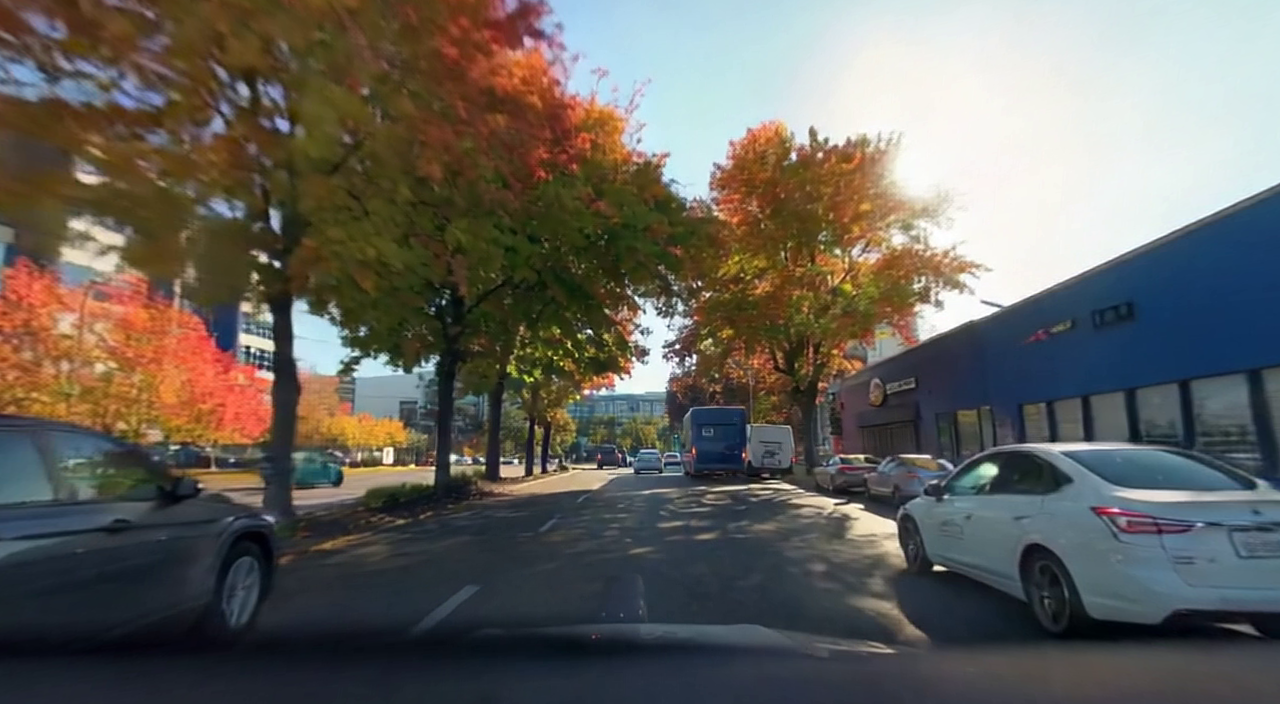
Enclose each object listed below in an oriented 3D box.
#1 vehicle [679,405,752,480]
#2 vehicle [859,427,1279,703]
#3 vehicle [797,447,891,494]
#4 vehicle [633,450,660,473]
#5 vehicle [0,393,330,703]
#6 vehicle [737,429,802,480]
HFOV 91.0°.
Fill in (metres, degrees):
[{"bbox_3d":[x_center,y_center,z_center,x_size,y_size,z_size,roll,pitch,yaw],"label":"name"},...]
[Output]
[{"bbox_3d":[4.051,5.264,36.636,3.003,3.680,10.684,0,-8,0],"label":"vehicle"},{"bbox_3d":[3.729,1.431,5.306,1.915,1.449,4.970,0,-8,-1],"label":"vehicle"},{"bbox_3d":[7.039,4.106,22.282,1.859,1.467,4.749,0,-8,1],"label":"vehicle"},{"bbox_3d":[0.493,7.956,45.879,1.846,1.528,4.348,0,-8,1],"label":"vehicle"},{"bbox_3d":[-3.572,1.015,3.068,1.751,1.540,4.481,0,-8,1],"label":"vehicle"},{"bbox_3d":[7.337,5.896,36.445,2.483,2.707,5.496,0,-8,-1],"label":"vehicle"}]
